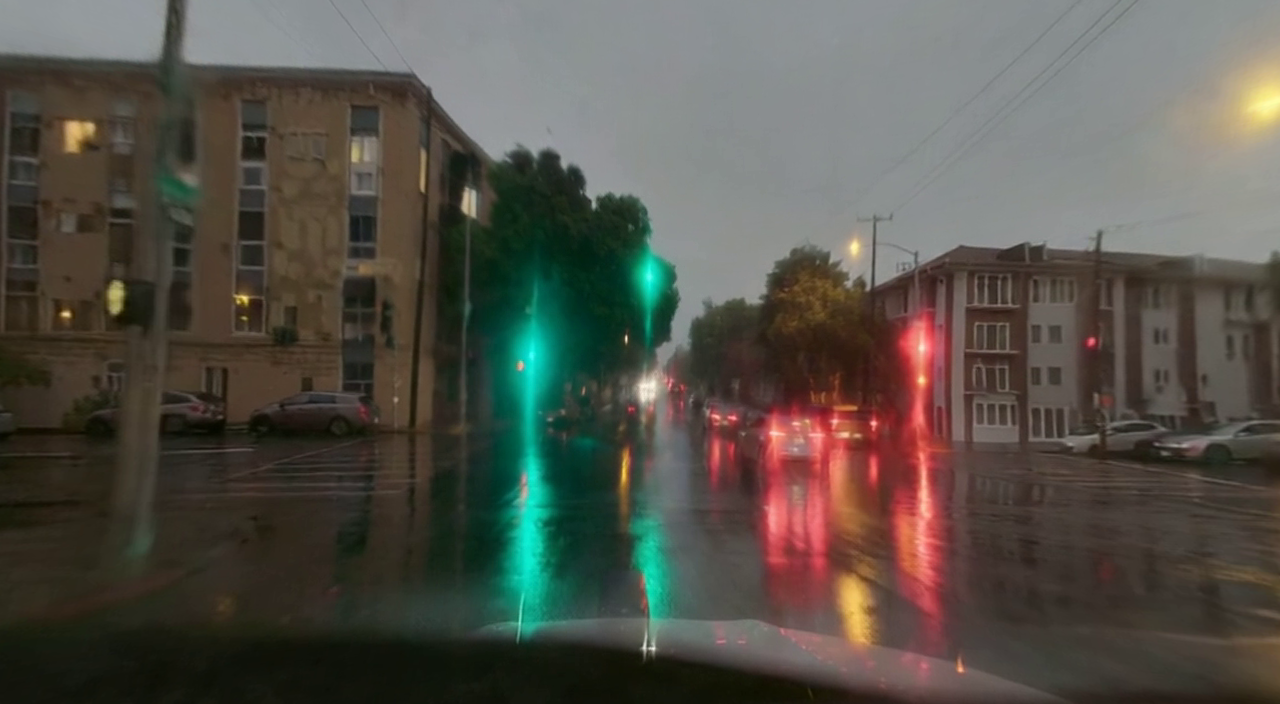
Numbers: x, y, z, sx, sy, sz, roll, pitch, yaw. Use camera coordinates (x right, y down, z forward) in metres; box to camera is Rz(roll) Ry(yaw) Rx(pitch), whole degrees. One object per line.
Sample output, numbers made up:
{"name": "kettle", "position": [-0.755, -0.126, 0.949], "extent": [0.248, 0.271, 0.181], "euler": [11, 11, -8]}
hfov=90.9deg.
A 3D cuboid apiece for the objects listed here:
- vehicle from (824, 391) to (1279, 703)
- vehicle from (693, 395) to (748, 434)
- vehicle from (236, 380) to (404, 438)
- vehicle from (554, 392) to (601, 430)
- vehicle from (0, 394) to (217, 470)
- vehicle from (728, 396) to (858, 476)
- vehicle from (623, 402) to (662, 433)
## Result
{"name": "vehicle", "position": [3.071, 1.199, 4.590], "extent": [2.055, 1.450, 4.676], "euler": [0, -8, 0]}
{"name": "vehicle", "position": [3.769, 3.048, 30.209], "extent": [2.093, 1.655, 4.327], "euler": [0, -8, 0]}
{"name": "vehicle", "position": [-10.314, 1.916, 20.596], "extent": [4.304, 1.755, 2.083], "euler": [-1, -8, 1]}
{"name": "vehicle", "position": [-2.841, 2.784, 29.246], "extent": [1.878, 1.521, 3.697], "euler": [0, -8, -1]}
{"name": "vehicle", "position": [-12.345, 1.735, 14.085], "extent": [4.507, 1.455, 1.927], "euler": [-1, -1, 2]}
{"name": "vehicle", "position": [3.279, 1.785, 14.350], "extent": [1.970, 1.490, 4.016], "euler": [0, -3, 0]}
{"name": "vehicle", "position": [0.149, 3.496, 33.227], "extent": [1.923, 1.460, 3.923], "euler": [0, -8, 1]}
